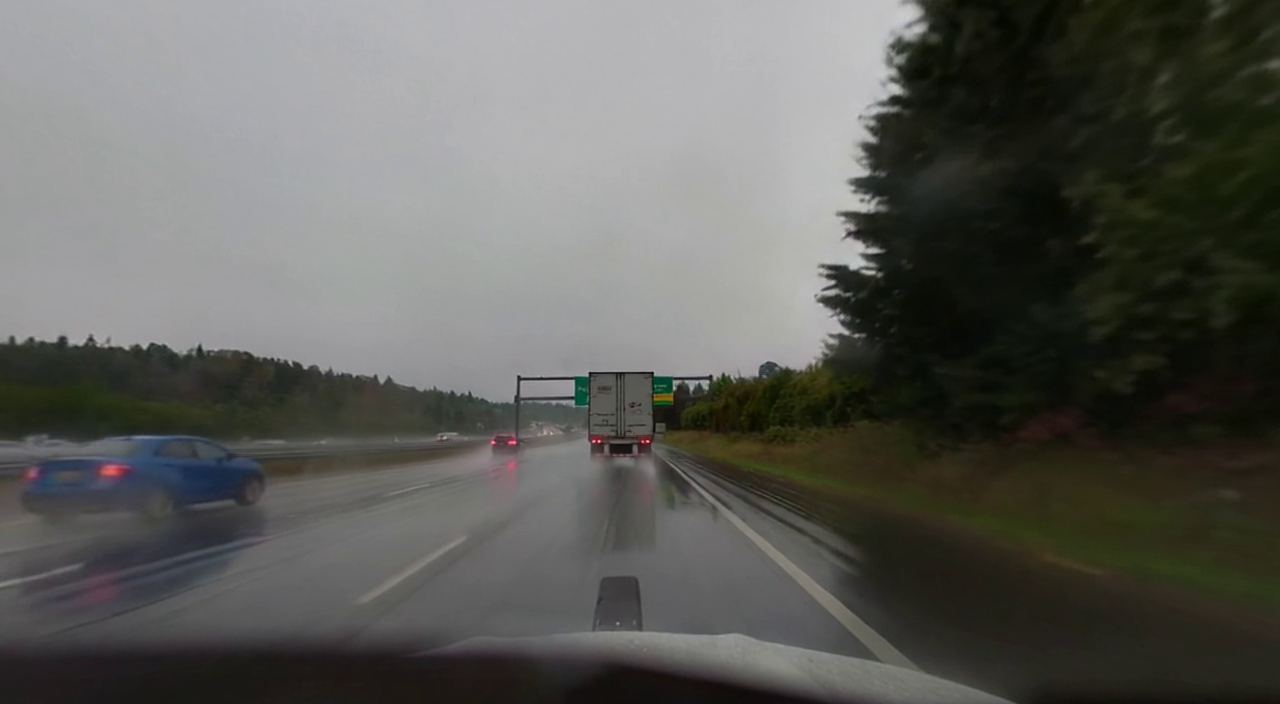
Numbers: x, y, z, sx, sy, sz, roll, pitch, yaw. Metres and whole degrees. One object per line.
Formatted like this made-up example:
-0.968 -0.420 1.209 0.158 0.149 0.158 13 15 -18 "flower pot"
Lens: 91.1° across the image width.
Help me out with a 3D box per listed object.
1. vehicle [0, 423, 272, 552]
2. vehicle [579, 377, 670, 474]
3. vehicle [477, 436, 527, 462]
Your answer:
-7.428 1.817 9.176 1.856 1.479 3.710 0 -8 0 "vehicle"
-0.668 3.476 28.712 3.033 3.223 14.836 1 -8 -1 "vehicle"
-8.009 5.642 36.850 1.949 1.437 4.296 0 -8 0 "vehicle"
